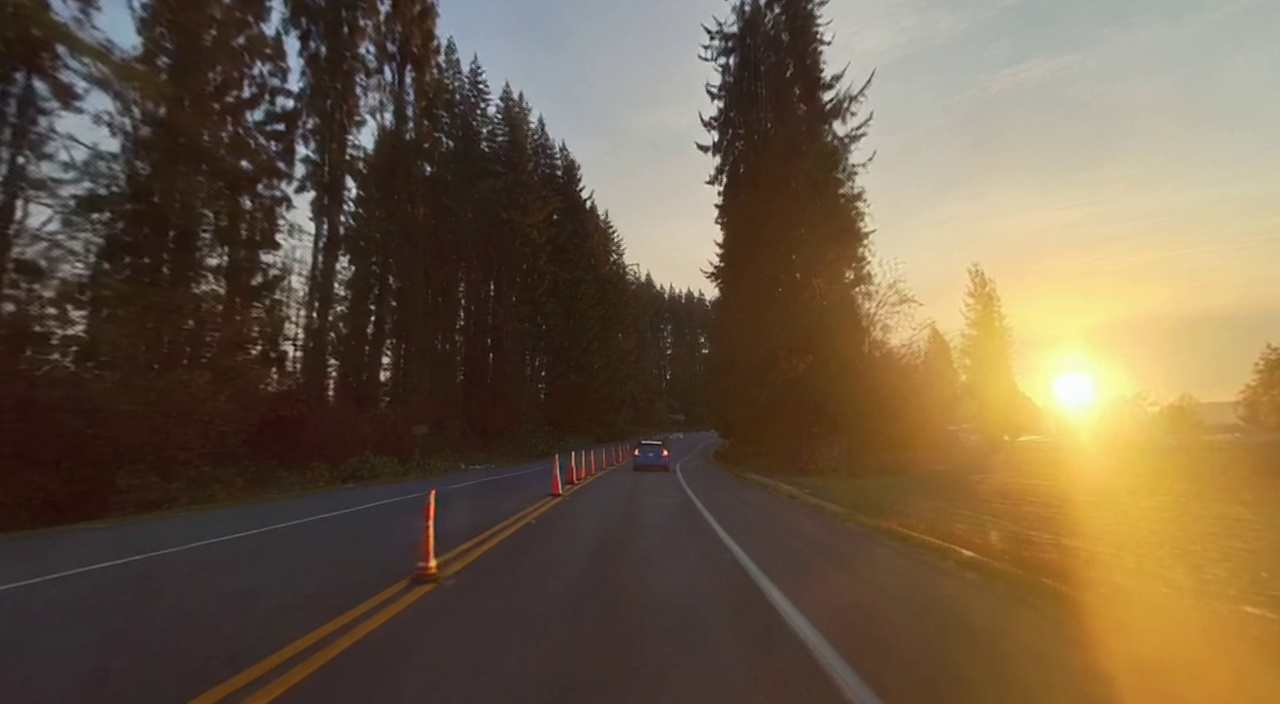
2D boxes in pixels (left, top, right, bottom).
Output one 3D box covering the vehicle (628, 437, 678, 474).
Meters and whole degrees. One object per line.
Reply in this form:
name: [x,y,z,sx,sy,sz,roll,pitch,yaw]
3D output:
vehicle: [0.610,4.543,27.844,2.042,1.489,3.963,-1,-8,2]
